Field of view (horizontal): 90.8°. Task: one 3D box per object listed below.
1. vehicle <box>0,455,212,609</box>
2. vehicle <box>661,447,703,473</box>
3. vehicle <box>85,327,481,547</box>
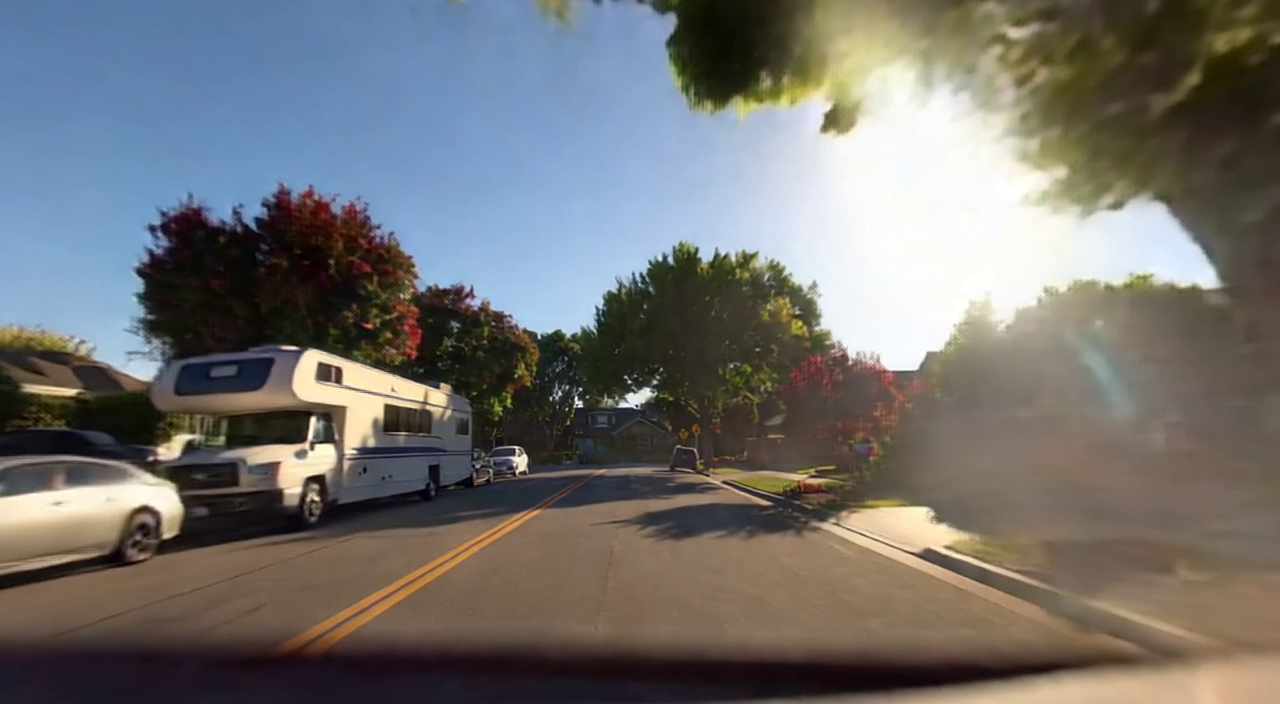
[{"bbox_3d":[-7.236,1.892,6.915,1.932,1.438,4.552,0,-8,0],"label":"vehicle"},{"bbox_3d":[2.554,6.713,39.511,2.167,1.479,4.597,0,-8,-2],"label":"vehicle"},{"bbox_3d":[-7.114,2.314,15.963,3.103,3.479,11.801,0,-10,0],"label":"vehicle"}]
